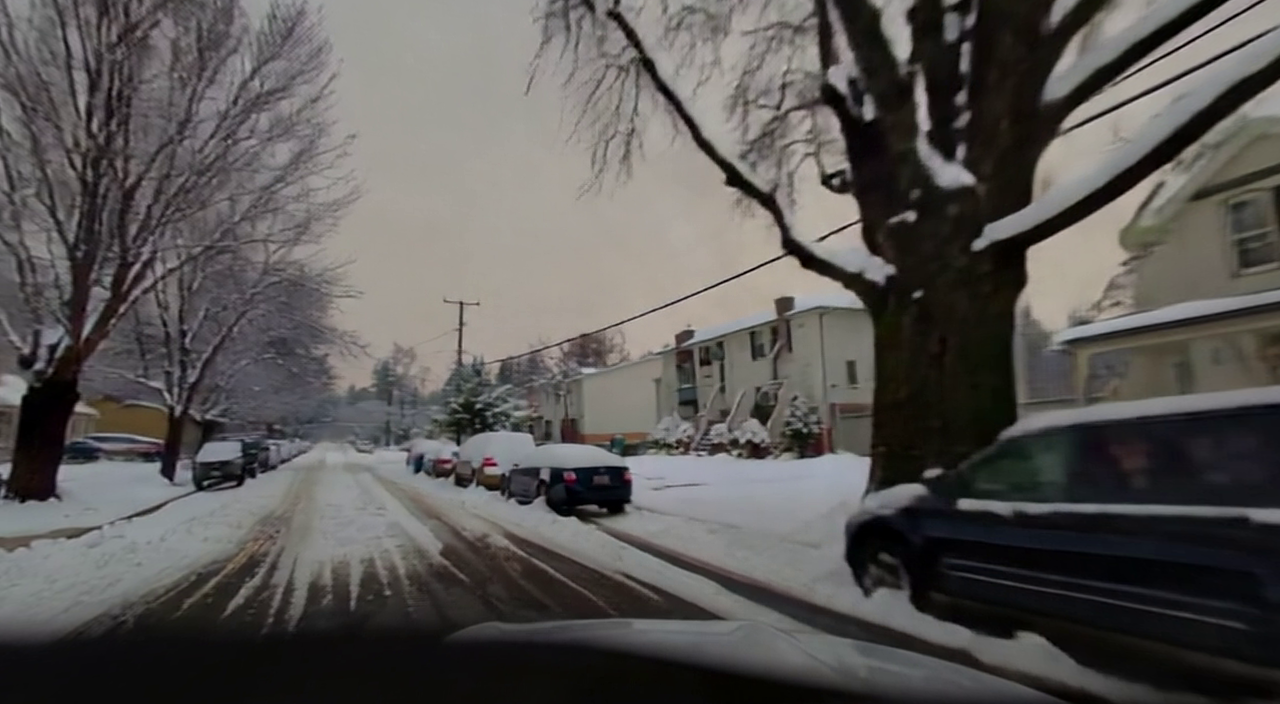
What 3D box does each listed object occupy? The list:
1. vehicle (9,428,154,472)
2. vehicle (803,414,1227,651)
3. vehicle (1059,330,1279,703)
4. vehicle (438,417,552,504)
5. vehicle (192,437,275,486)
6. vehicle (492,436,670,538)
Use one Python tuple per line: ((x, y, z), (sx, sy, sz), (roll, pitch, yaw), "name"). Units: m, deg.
((-23.625, 4.164, 26.847), (4.153, 1.550, 2.029), (5, -3, -28), "vehicle")
((3.814, 1.529, 6.322), (4.030, 1.648, 1.827), (4, -10, -31), "vehicle")
((5.116, 0.999, 3.856), (4.585, 1.969, 2.046), (4, -10, -26), "vehicle")
((-4.343, 2.958, 18.221), (1.993, 2.129, 4.893), (4, -7, -27), "vehicle")
((-14.049, 3.810, 22.017), (1.908, 1.493, 4.806), (7, -11, -27), "vehicle")
((-1.362, 2.443, 12.311), (1.828, 1.442, 4.476), (4, -7, -28), "vehicle")
